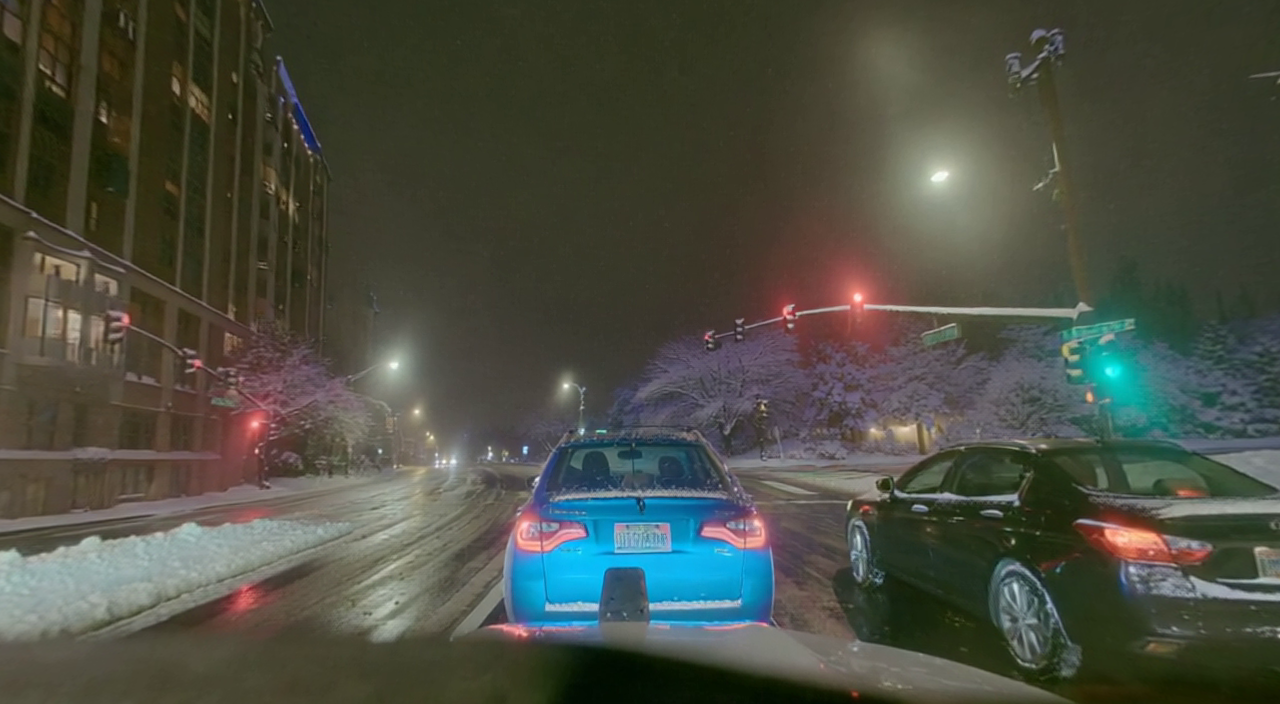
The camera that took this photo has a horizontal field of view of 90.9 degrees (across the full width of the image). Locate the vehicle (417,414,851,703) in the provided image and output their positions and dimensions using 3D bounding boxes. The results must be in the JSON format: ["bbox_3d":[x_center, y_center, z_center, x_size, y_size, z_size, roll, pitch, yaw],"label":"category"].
[{"bbox_3d":[-0.062,1.351,5.152,2.094,1.481,4.078,0,-8,-1],"label":"vehicle"}]

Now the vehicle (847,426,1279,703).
[{"bbox_3d":[3.340,1.377,5.088,1.860,1.430,4.089,0,-8,-1],"label":"vehicle"}]
